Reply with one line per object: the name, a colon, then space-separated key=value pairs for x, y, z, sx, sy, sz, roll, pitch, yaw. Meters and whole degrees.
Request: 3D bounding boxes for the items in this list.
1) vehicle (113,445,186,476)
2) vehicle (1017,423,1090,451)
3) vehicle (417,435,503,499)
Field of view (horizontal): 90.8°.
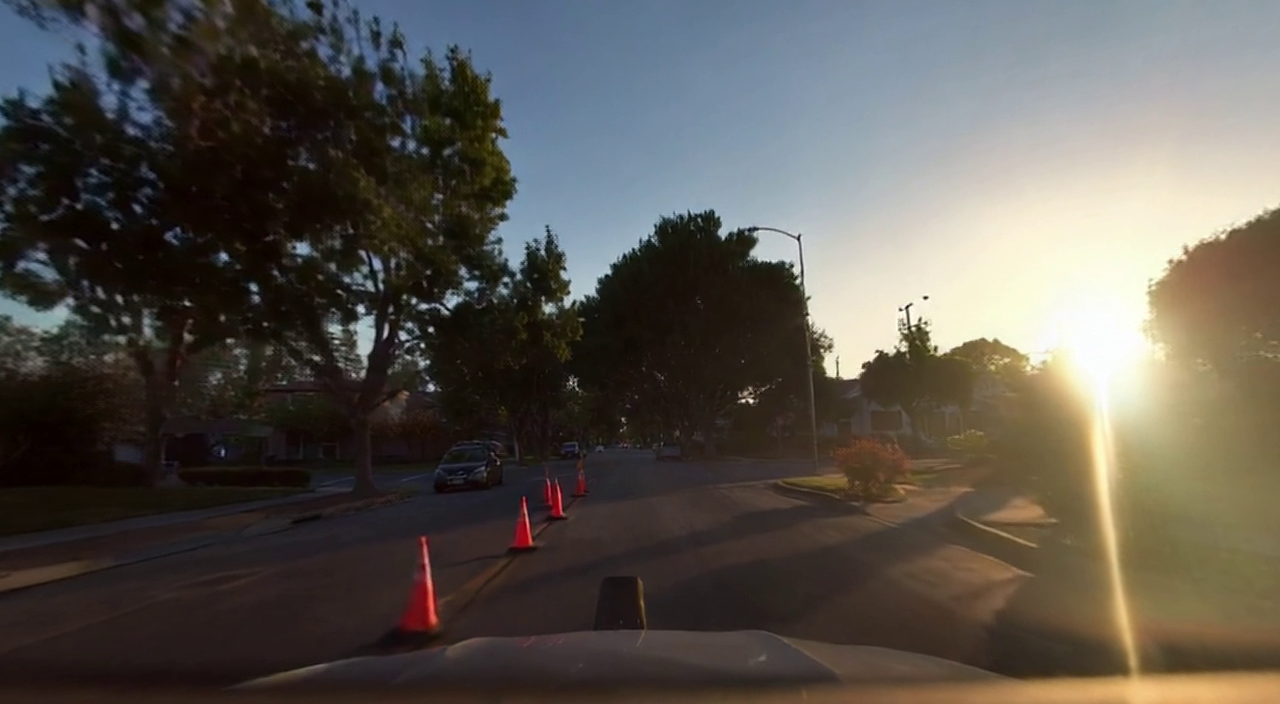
vehicle: x=-35.917 y=7.949 z=46.433 sx=1.821 sy=1.691 sz=4.510 roll=-3 pitch=-4 yaw=0
vehicle: x=30.010 y=6.132 z=46.091 sx=1.923 sy=1.805 sz=4.876 roll=-2 pitch=-6 yaw=-1
vehicle: x=-6.046 y=3.829 z=21.708 sx=2.087 sy=1.835 sz=4.445 roll=-2 pitch=-7 yaw=-6
